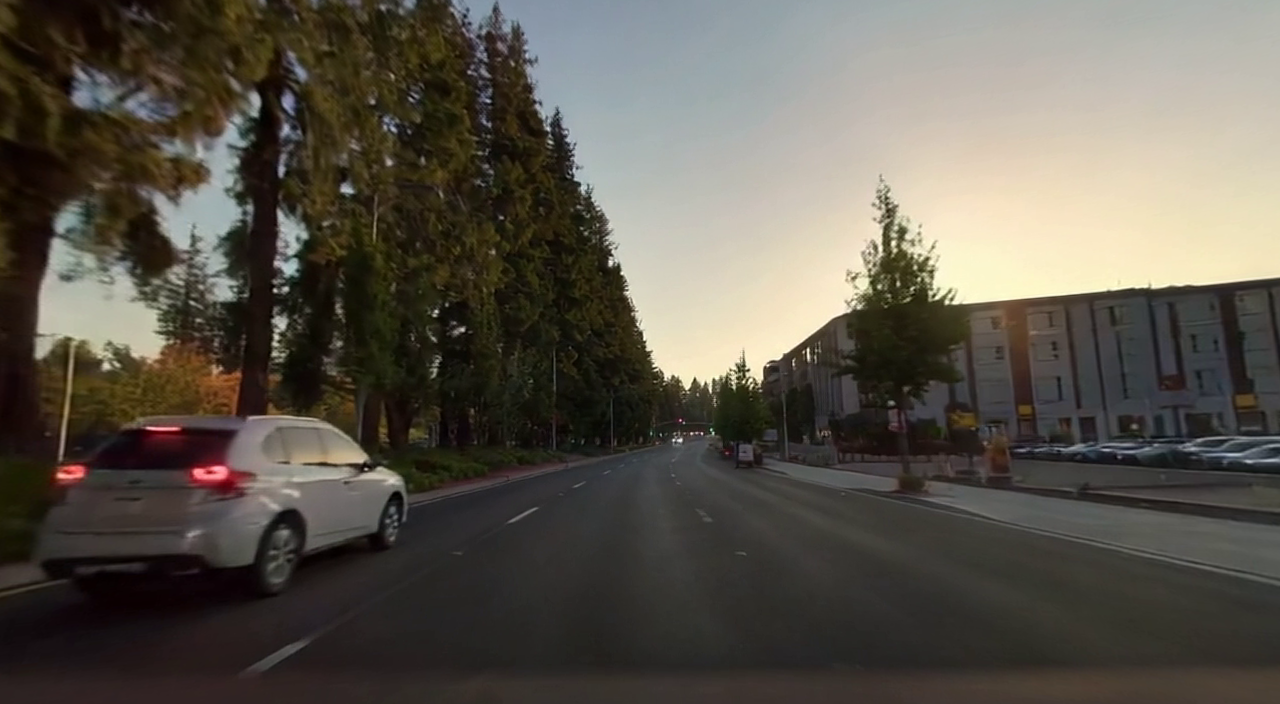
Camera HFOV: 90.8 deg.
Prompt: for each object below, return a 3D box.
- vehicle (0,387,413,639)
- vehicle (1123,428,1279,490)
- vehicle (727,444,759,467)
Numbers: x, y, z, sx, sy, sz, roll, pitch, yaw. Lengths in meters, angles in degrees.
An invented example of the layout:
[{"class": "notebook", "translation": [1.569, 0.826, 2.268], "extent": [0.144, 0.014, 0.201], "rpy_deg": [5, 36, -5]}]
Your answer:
[{"class": "vehicle", "translation": [-4.540, 1.563, 7.168], "extent": [2.238, 1.864, 4.740], "rpy_deg": [0, -9, -1]}, {"class": "vehicle", "translation": [16.598, 2.985, 17.794], "extent": [4.355, 1.602, 1.932], "rpy_deg": [0, -9, -1]}, {"class": "vehicle", "translation": [7.785, 7.865, 48.137], "extent": [1.974, 1.635, 4.043], "rpy_deg": [-1, -9, 4]}]
